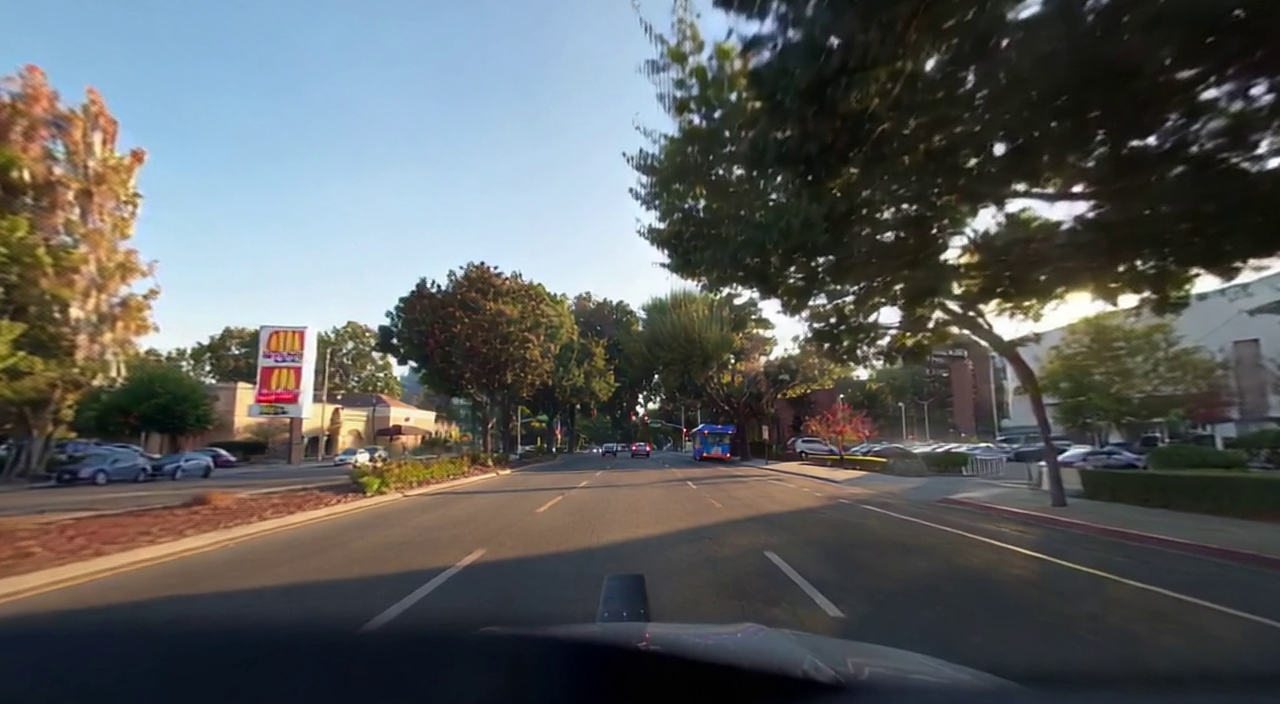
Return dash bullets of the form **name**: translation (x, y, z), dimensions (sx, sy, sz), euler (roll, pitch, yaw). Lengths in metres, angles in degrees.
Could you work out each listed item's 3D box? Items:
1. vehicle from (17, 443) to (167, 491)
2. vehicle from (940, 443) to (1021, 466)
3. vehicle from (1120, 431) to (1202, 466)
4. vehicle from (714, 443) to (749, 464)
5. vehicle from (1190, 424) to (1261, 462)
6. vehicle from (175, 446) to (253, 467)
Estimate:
- **vehicle**: translation (-22.445, 4.701, 26.154), dimensions (2.040, 1.788, 4.595), euler (-1, -9, 0)
- **vehicle**: translation (24.072, 7.263, 44.679), dimensions (4.744, 1.481, 1.855), euler (-7, -10, 34)
- **vehicle**: translation (40.286, 7.426, 48.720), dimensions (6.741, 2.278, 2.778), euler (2, -10, -34)
- **vehicle**: translation (6.829, 7.647, 47.499), dimensions (1.980, 1.473, 4.537), euler (-1, -9, 0)
- **vehicle**: translation (43.573, 6.718, 46.905), dimensions (5.712, 2.575, 2.180), euler (3, -9, -32)
- **vehicle**: translation (-31.104, 7.633, 46.102), dimensions (4.566, 1.484, 2.051), euler (-3, -9, 12)
